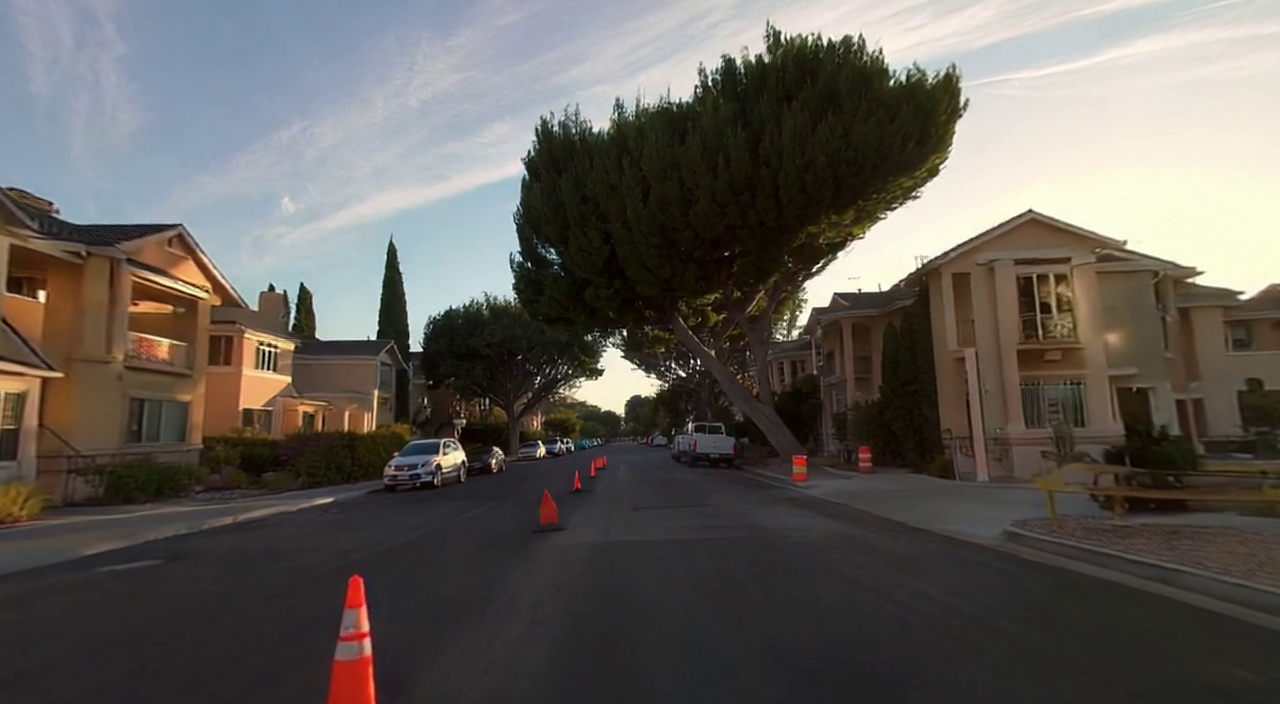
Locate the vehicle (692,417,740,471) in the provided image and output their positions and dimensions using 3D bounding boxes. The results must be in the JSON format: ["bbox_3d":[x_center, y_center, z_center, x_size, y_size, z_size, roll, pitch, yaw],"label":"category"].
[{"bbox_3d":[3.734,4.564,31.487,2.082,2.534,3.248,-1,-8,3],"label":"vehicle"}]

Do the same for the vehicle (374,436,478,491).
[{"bbox_3d":[-6.887,3.618,20.822,1.957,1.608,4.476,0,-9,-1],"label":"vehicle"}]

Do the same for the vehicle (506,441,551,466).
[{"bbox_3d":[-7.028,6.428,40.147,1.974,1.479,4.607,0,-9,0],"label":"vehicle"}]
